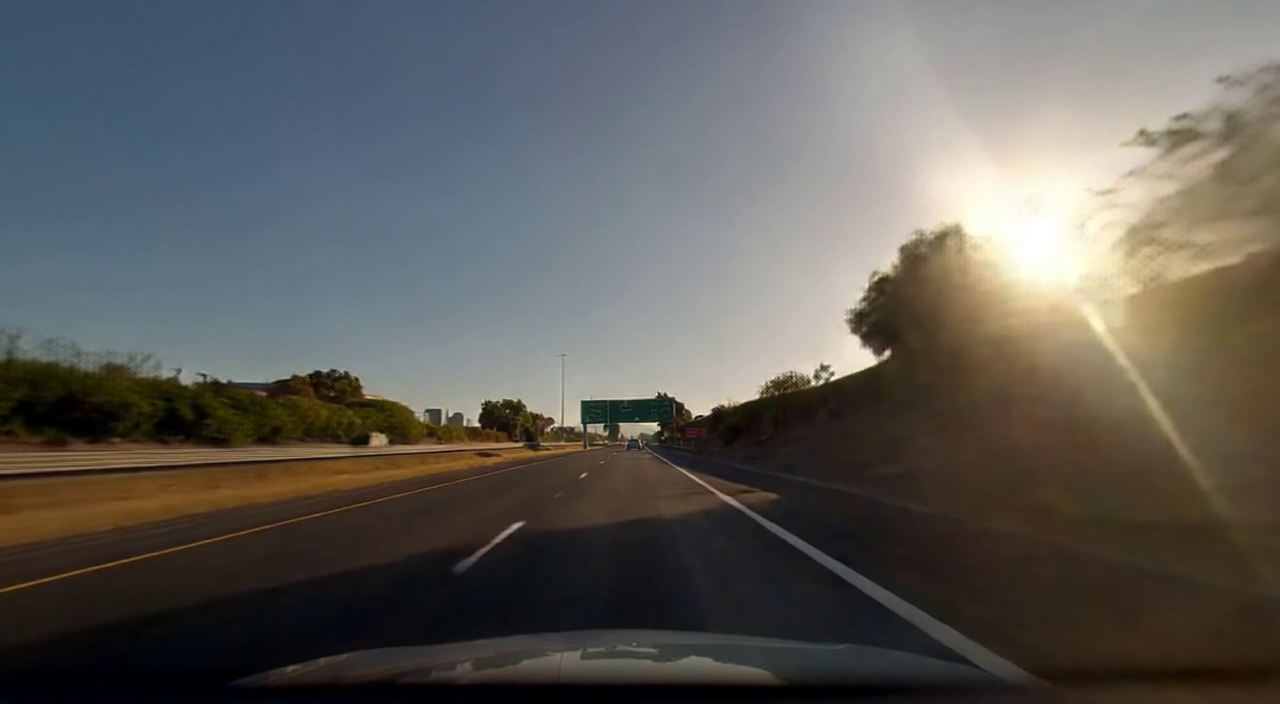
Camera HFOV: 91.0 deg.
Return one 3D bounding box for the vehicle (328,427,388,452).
[{"bbox_3d":[-17.316,5.418,38.828,1.821,1.413,4.027,-1,-8,1],"label":"vehicle"}]
